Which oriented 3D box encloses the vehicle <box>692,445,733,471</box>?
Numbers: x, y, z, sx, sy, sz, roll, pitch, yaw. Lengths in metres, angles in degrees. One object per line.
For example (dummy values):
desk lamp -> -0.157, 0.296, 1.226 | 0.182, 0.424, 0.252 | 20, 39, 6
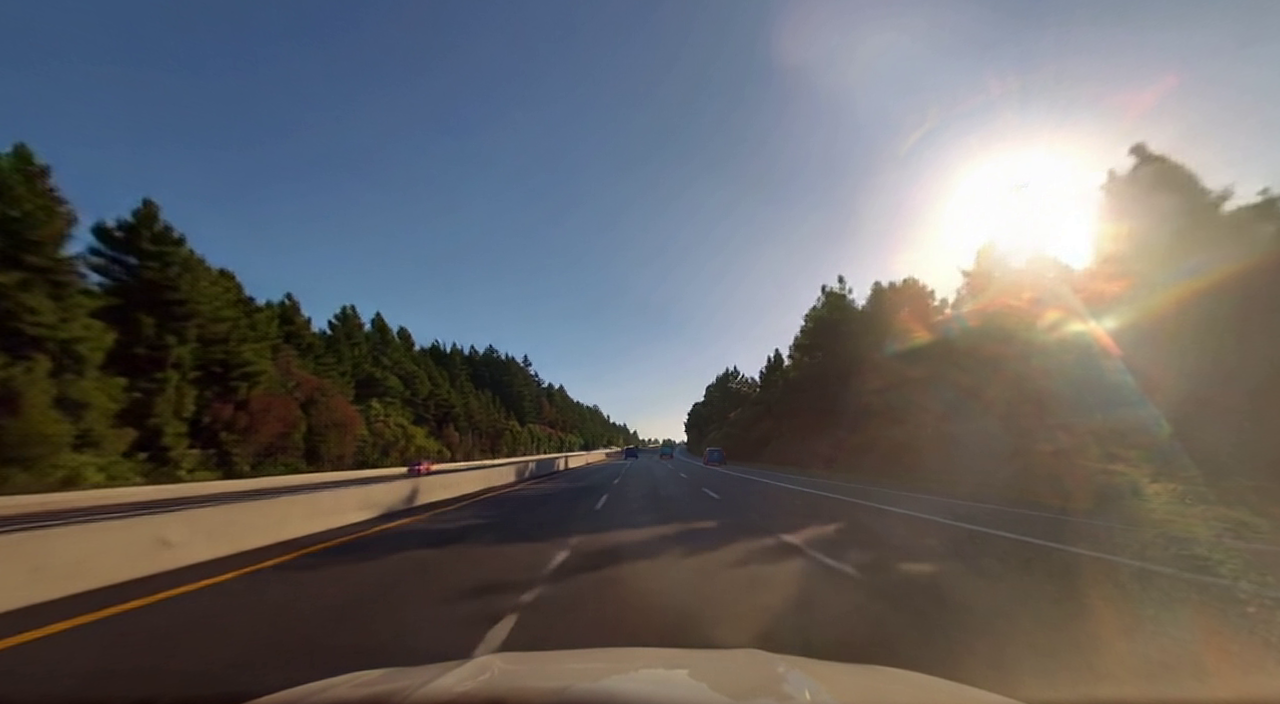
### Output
vehicle -> 4.726, 6.989, 41.585 | 2.175, 1.574, 3.943 | 0, -9, 0
